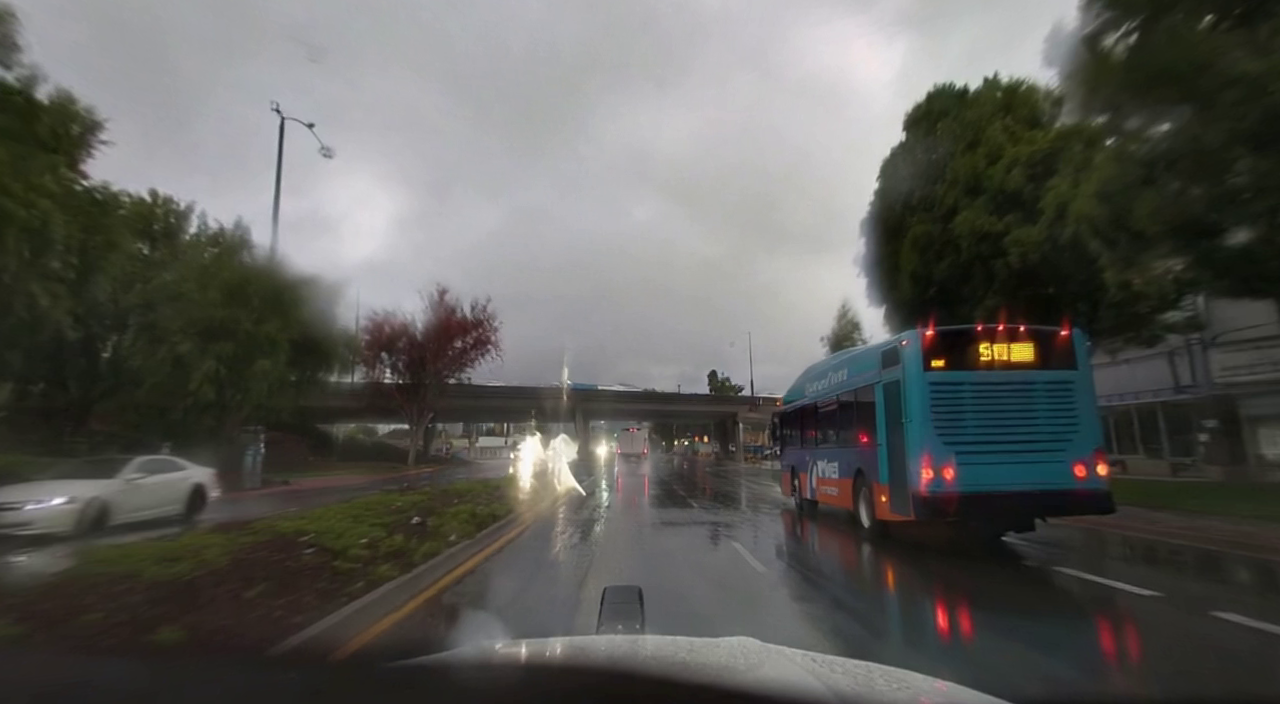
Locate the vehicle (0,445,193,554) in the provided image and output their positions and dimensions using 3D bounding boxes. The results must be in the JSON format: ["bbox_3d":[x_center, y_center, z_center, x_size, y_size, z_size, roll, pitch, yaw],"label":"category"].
[{"bbox_3d":[-10.651,2.589,11.784,1.869,1.655,4.024,0,-9,-5],"label":"vehicle"}]

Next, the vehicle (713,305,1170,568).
[{"bbox_3d":[4.428,2.017,14.557,3.043,3.162,13.806,0,-9,-4],"label":"vehicle"}]
